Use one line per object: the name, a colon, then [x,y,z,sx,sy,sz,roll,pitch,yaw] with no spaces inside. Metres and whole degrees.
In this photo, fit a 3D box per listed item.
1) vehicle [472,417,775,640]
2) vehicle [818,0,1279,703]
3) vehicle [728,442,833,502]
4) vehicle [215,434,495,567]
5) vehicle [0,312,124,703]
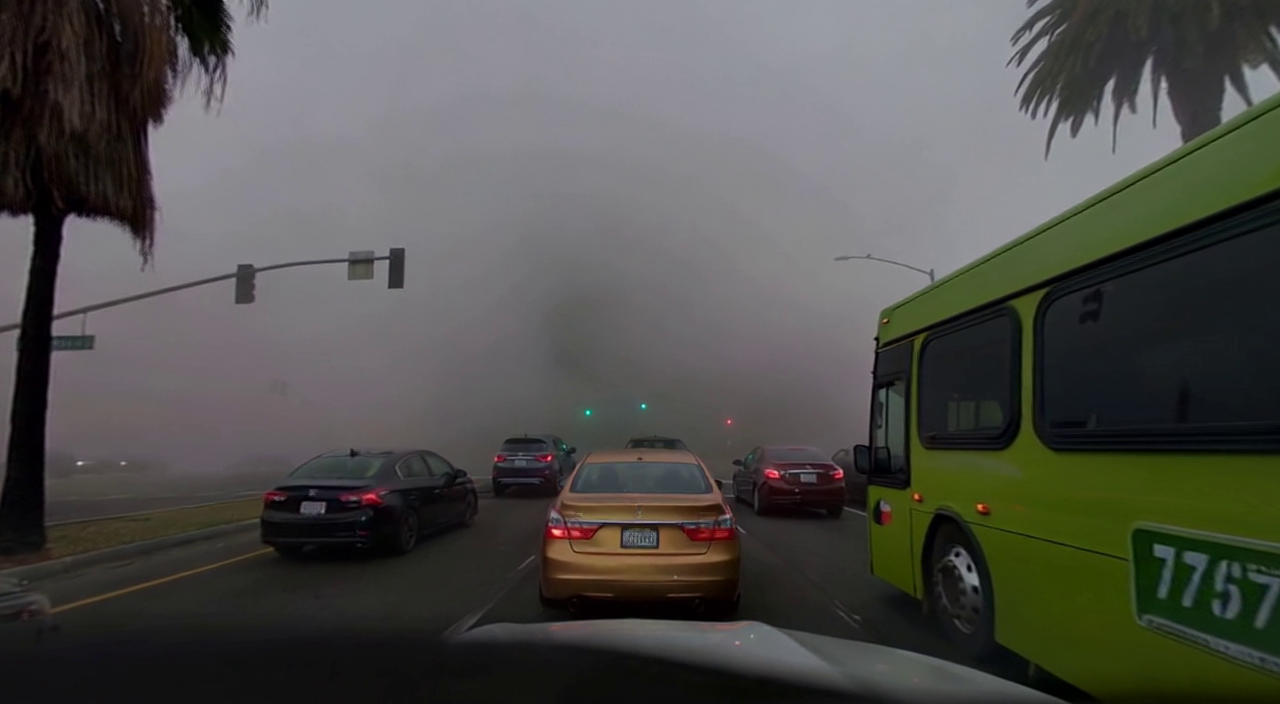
vehicle: [-0.122,1.495,6.300,2.060,1.499,3.831,0,-9,0]
vehicle: [3.568,-0.558,0.644,3.068,4.026,13.534,0,-9,1]
vehicle: [3.790,3.314,17.922,1.989,1.467,4.364,0,-9,0]
vehicle: [-3.566,1.921,8.955,1.919,1.415,4.178,0,-9,1]
vehicle: [-3.564,0.469,0.388,2.145,1.824,4.974,0,-9,2]
